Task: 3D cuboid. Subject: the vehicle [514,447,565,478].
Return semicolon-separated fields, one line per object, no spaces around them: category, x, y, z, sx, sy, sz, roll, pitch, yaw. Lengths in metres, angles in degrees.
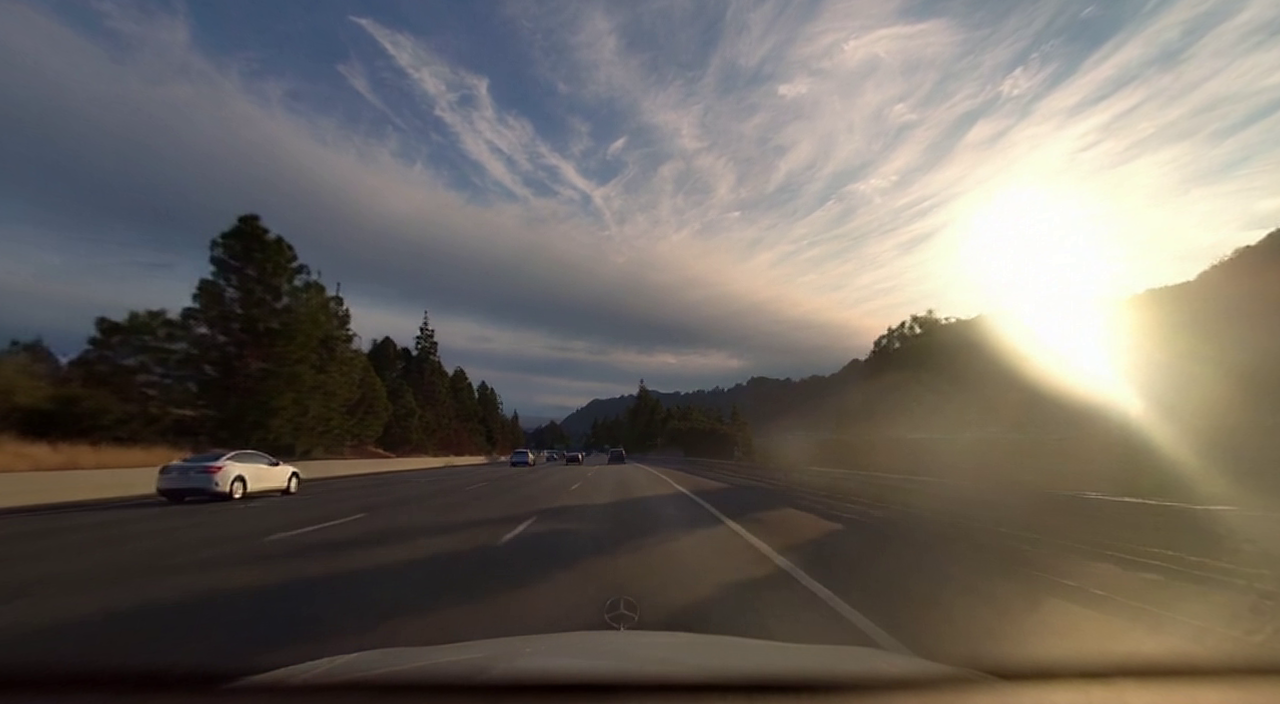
vehicle;-5.074;5.612;32.264;2.120;1.458;4.031;0;-9;-3

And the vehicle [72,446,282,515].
vehicle;-11.498;3.178;16.179;1.960;1.487;4.593;0;-9;-1
